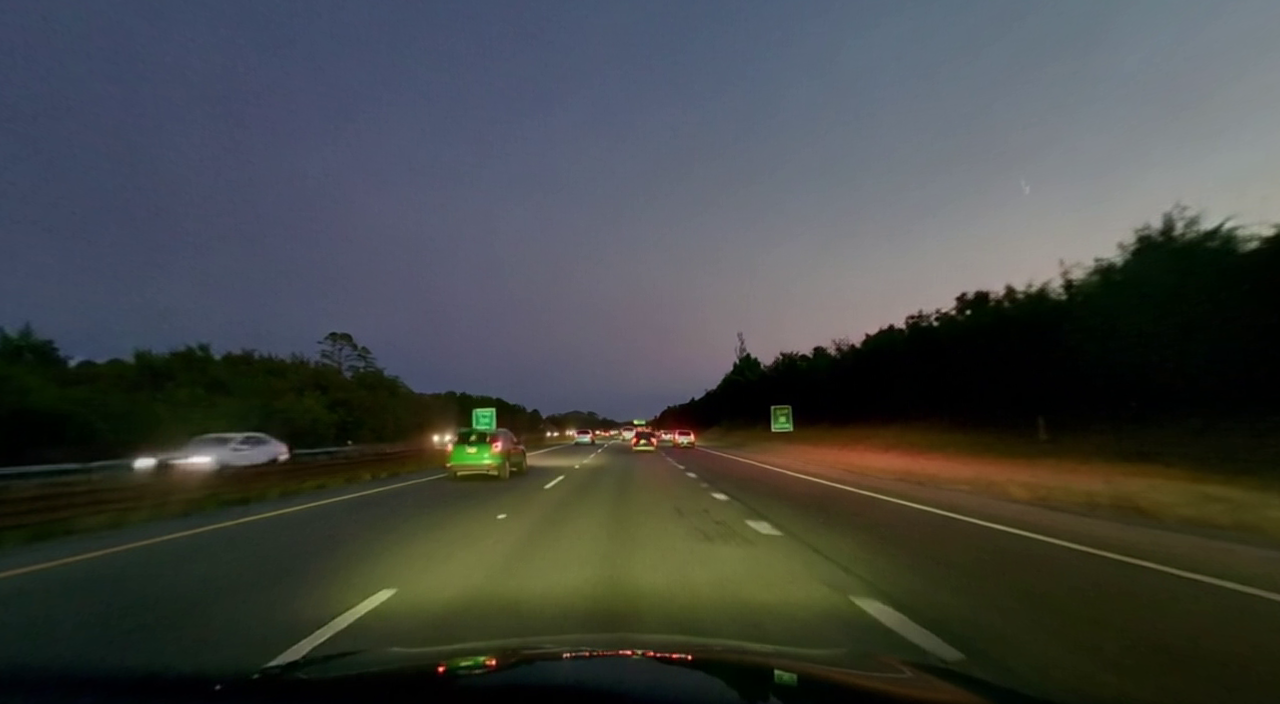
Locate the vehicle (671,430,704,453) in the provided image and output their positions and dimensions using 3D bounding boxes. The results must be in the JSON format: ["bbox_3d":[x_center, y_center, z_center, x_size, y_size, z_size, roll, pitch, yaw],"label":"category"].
[{"bbox_3d":[3.302,6.275,44.329,1.841,1.491,3.869,0,-8,-2],"label":"vehicle"}]

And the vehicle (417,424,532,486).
[{"bbox_3d":[-4.515,2.863,18.046,2.023,1.512,4.804,0,-8,0],"label":"vehicle"}]

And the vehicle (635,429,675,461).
[{"bbox_3d":[0.740,4.621,31.450,1.869,1.466,3.356,0,-8,1],"label":"vehicle"}]

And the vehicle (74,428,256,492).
[{"bbox_3d":[-12.973,2.993,17.631,1.860,1.562,4.130,0,-9,-1],"label":"vehicle"}]
